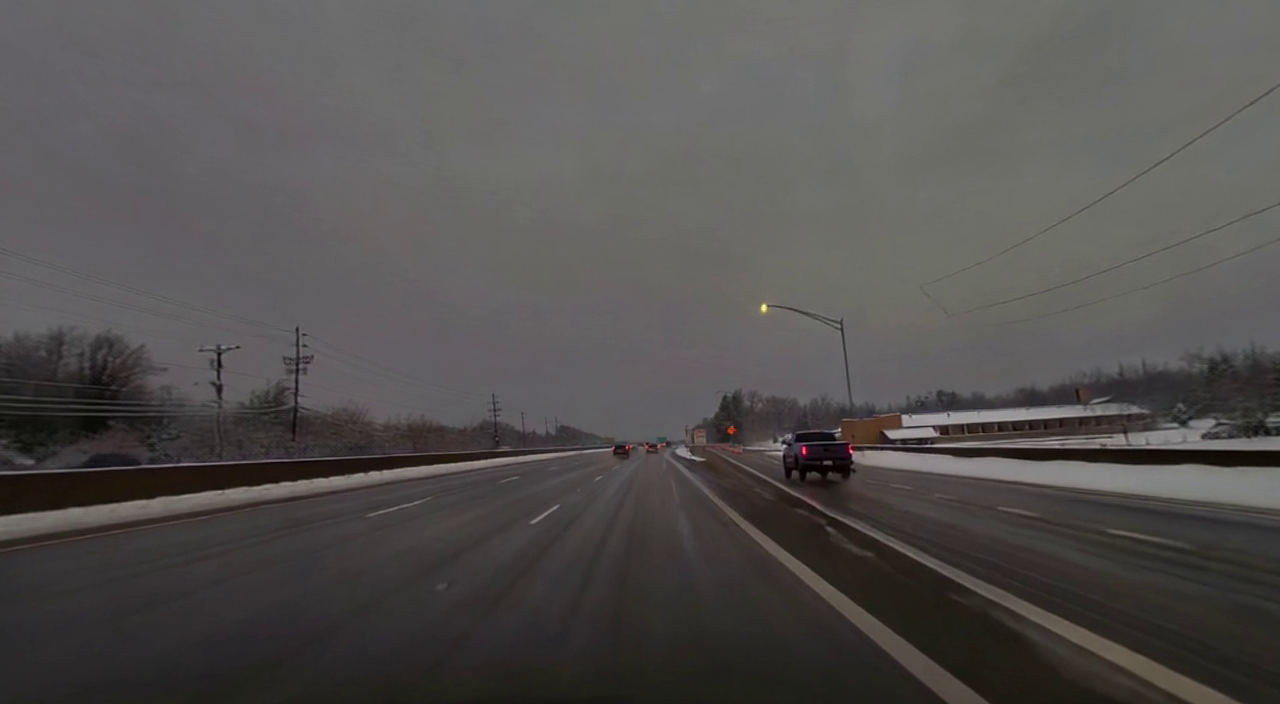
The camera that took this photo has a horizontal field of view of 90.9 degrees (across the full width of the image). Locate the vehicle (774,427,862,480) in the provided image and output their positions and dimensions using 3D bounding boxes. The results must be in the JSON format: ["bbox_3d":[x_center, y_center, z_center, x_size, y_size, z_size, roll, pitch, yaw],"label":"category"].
[{"bbox_3d":[6.853,3.988,24.956,2.186,1.840,5.289,-1,-8,3],"label":"vehicle"}]

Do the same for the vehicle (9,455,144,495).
[{"bbox_3d":[-27.804,6.039,31.406,2.055,1.755,4.912,0,-8,1],"label":"vehicle"}]
